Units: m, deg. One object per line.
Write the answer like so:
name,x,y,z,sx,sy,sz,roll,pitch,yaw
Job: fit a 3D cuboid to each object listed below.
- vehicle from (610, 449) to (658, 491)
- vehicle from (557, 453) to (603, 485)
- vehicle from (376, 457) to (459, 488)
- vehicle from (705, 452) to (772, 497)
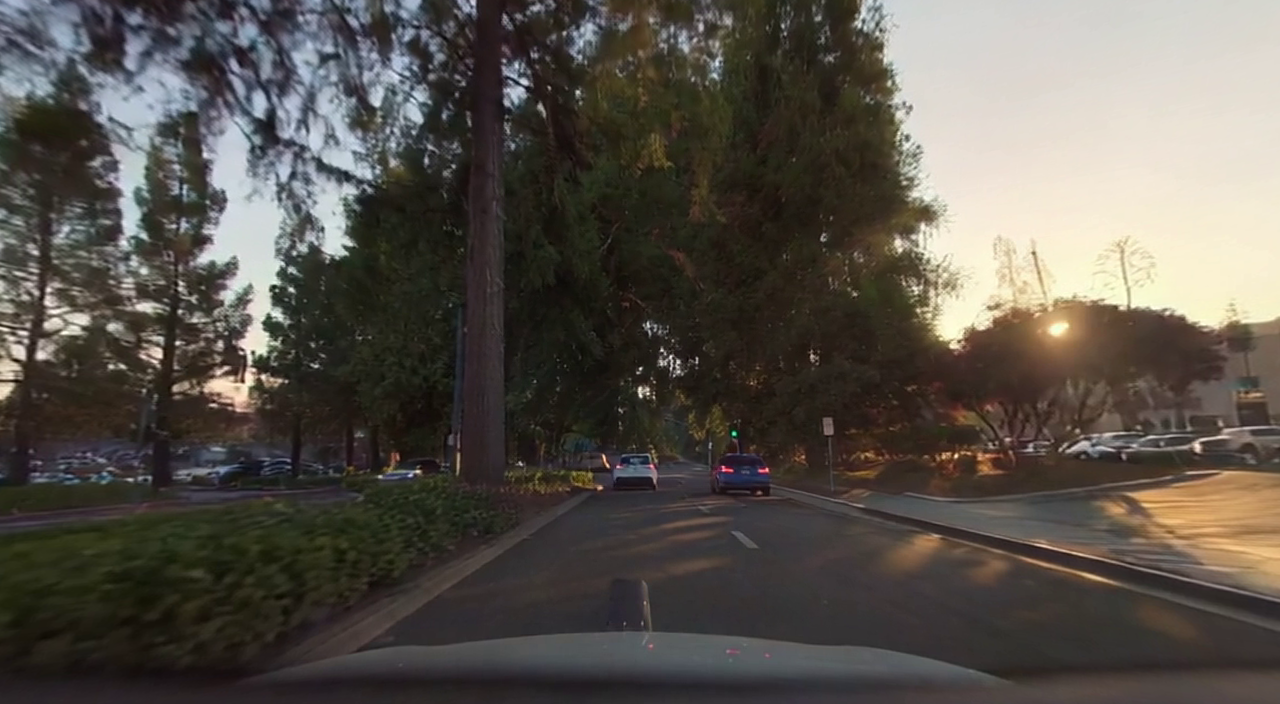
vehicle,-0.245,5.273,28.570,2.022,1.700,4.084,0,-9,0
vehicle,-3.415,6.741,36.610,2.047,1.710,4.314,0,-9,2
vehicle,-13.778,7.464,39.264,4.526,1.832,1.894,1,-9,-7
vehicle,3.716,4.664,24.446,1.847,1.554,4.052,0,-9,-1
